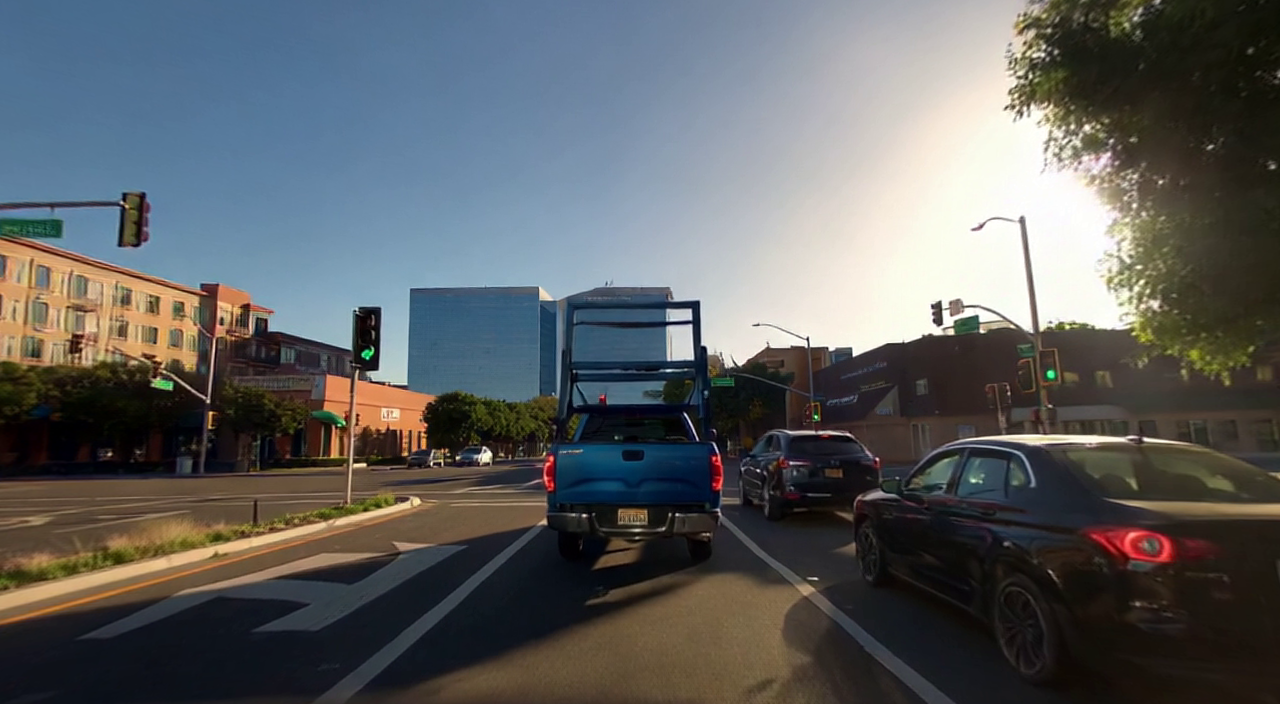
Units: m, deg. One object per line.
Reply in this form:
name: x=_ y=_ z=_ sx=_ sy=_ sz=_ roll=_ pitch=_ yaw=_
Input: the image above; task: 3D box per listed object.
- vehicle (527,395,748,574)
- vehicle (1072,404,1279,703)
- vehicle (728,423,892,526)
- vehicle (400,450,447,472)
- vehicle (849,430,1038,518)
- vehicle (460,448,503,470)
vehicle: x=-0.125 y=1.740 z=9.071 sx=2.344 sy=1.883 sz=4.572 roll=0 pitch=-8 yaw=-3
vehicle: x=3.247 y=0.735 z=0.965 sx=2.057 sy=1.463 sz=4.365 roll=0 pitch=-8 yaw=0
vehicle: x=3.215 y=2.416 z=13.037 sx=2.013 sy=1.742 sz=4.424 roll=0 pitch=-8 yaw=-2
vehicle: x=-15.823 y=7.943 z=46.413 sx=1.915 sy=1.491 sz=4.347 roll=0 pitch=-8 yaw=0
vehicle: x=6.510 y=2.643 z=14.227 sx=2.002 sy=1.651 sz=4.305 roll=0 pitch=-8 yaw=-2
vehicle: x=-11.758 y=7.971 z=47.282 sx=1.989 sy=1.459 sz=4.667 roll=0 pitch=-8 yaw=0
